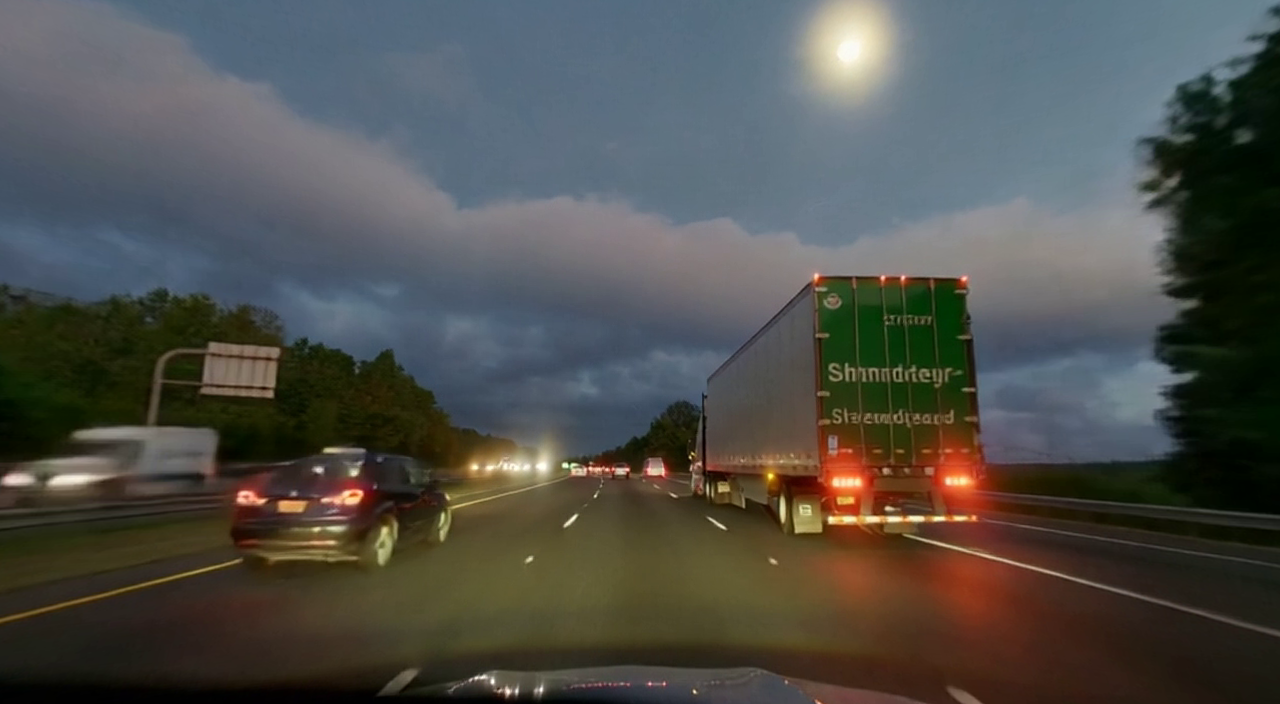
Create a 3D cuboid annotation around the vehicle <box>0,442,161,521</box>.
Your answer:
[{"bbox_3d":[-13.020,2.763,13.623,1.863,1.466,4.421,1,-11,-1],"label":"vehicle"}]

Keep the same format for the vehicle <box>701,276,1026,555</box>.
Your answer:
[{"bbox_3d":[4.063,2.185,16.670,2.992,4.300,13.967,1,-11,-2],"label":"vehicle"}]

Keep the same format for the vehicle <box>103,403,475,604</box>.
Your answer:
[{"bbox_3d":[-3.775,1.797,8.071,2.070,1.775,4.646,1,-11,-1],"label":"vehicle"}]
